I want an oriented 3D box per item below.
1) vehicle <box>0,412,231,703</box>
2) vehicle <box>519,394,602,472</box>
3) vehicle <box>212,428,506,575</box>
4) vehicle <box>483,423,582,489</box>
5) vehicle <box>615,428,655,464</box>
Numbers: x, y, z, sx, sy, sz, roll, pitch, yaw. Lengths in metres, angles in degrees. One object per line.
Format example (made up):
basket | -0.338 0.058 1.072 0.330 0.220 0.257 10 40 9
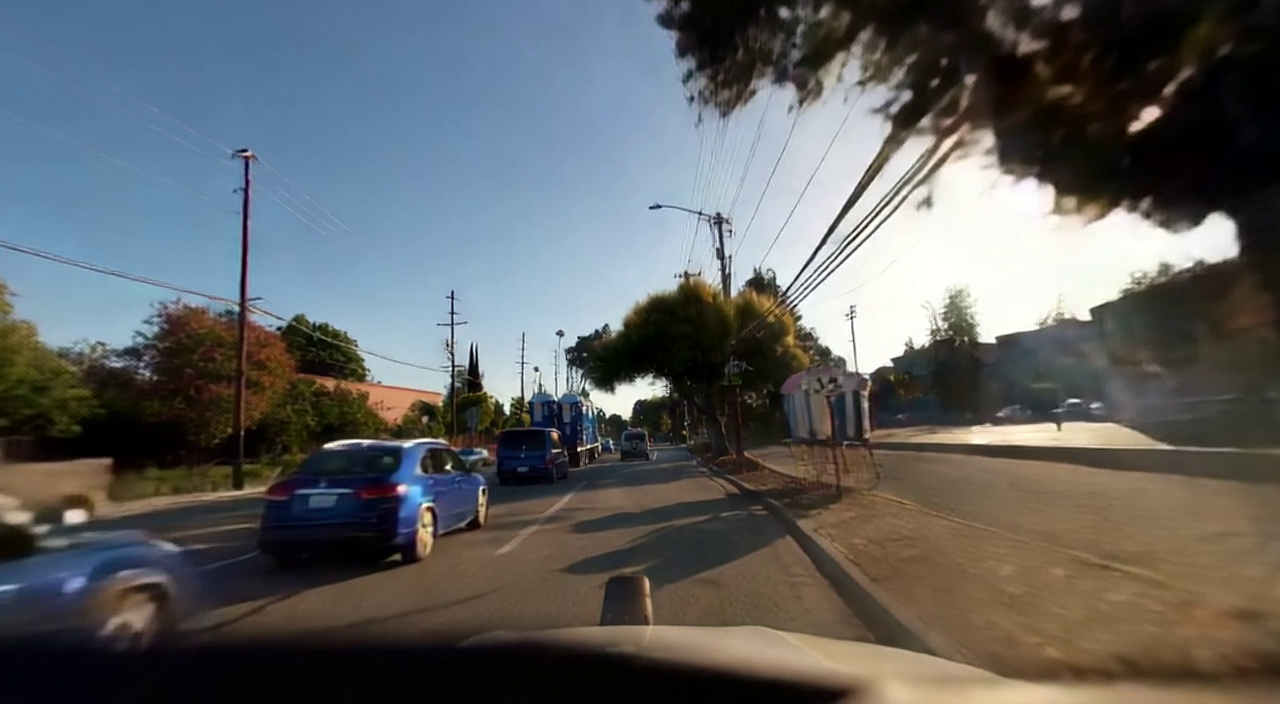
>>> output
vehicle | -3.624 0.877 1.710 1.972 1.486 4.547 0 -8 0
vehicle | -3.708 4.086 31.538 3.120 3.393 7.945 0 -8 0
vehicle | -3.327 1.842 8.677 1.966 1.466 4.473 0 -8 0
vehicle | -3.218 3.230 19.971 2.187 1.821 4.748 0 -8 2
vehicle | -0.285 5.238 35.173 2.117 1.861 4.095 0 -8 -1
